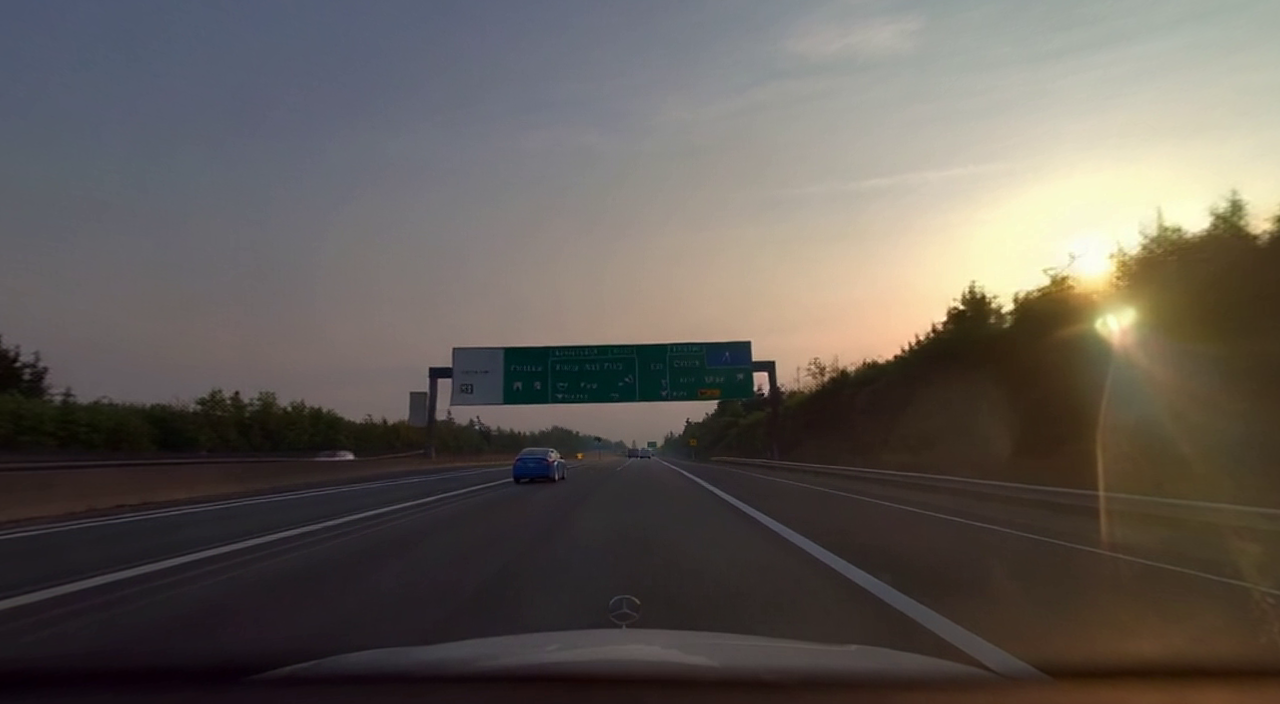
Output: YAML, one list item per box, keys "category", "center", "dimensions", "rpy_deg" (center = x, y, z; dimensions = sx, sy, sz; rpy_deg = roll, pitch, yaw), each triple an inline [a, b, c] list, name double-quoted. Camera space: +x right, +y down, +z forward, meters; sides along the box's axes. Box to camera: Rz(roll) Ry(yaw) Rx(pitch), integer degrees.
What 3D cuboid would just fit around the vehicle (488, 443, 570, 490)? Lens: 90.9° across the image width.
- category: "vehicle"
  center: [-3.963, 4.198, 23.355]
  dimensions: [2.160, 1.552, 4.592]
  rpy_deg: [0, -9, 1]
